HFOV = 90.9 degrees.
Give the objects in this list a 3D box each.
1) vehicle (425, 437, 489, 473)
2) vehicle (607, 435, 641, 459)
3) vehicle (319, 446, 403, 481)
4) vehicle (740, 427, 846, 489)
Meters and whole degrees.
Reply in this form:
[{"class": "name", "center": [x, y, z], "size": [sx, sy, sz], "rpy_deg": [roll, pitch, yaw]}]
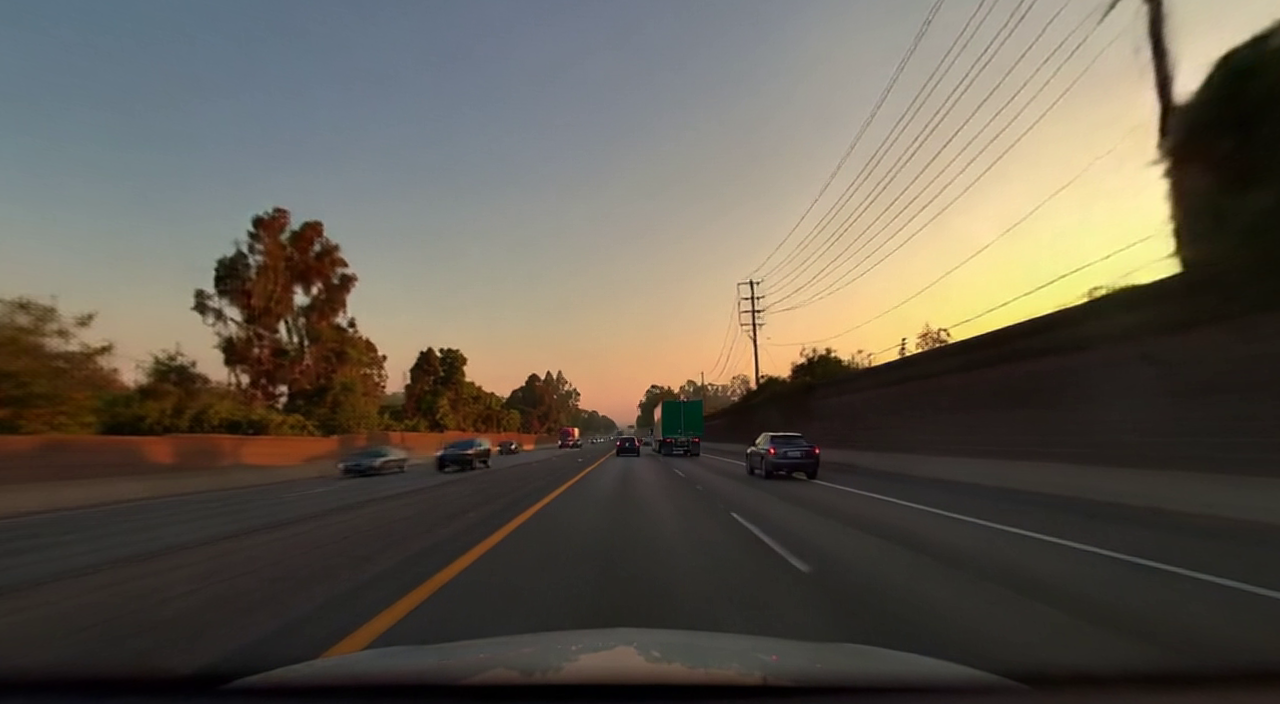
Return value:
[{"class": "vehicle", "center": [-9.149, 5.159, 31.938], "size": [1.941, 1.635, 4.547], "rpy_deg": [0, -8, -1]}, {"class": "vehicle", "center": [-1.037, 6.295, 41.900], "size": [2.163, 1.466, 3.693], "rpy_deg": [0, -8, -1]}, {"class": "vehicle", "center": [-13.279, 5.313, 30.335], "size": [1.845, 1.447, 4.906], "rpy_deg": [0, -8, 0]}, {"class": "vehicle", "center": [4.224, 2.959, 18.028], "size": [1.930, 1.573, 3.853], "rpy_deg": [0, -8, -2]}]
